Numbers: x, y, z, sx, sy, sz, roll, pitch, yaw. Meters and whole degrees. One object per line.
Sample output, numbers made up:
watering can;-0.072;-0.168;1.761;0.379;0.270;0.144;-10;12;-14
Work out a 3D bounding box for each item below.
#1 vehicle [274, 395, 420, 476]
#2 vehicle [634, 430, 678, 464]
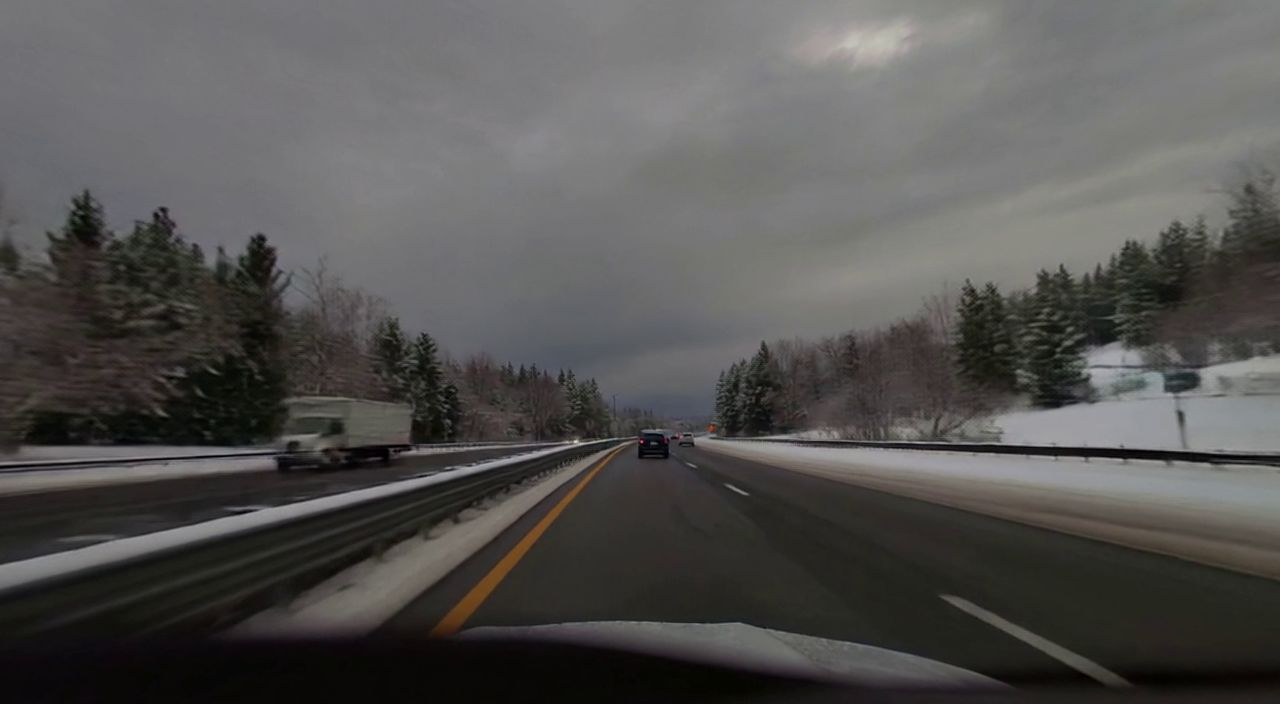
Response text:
vehicle;-12.363;3.667;27.487;2.775;3.035;7.299;0;-8;0
vehicle;0.713;4.640;30.851;2.046;1.526;3.903;0;-8;0
